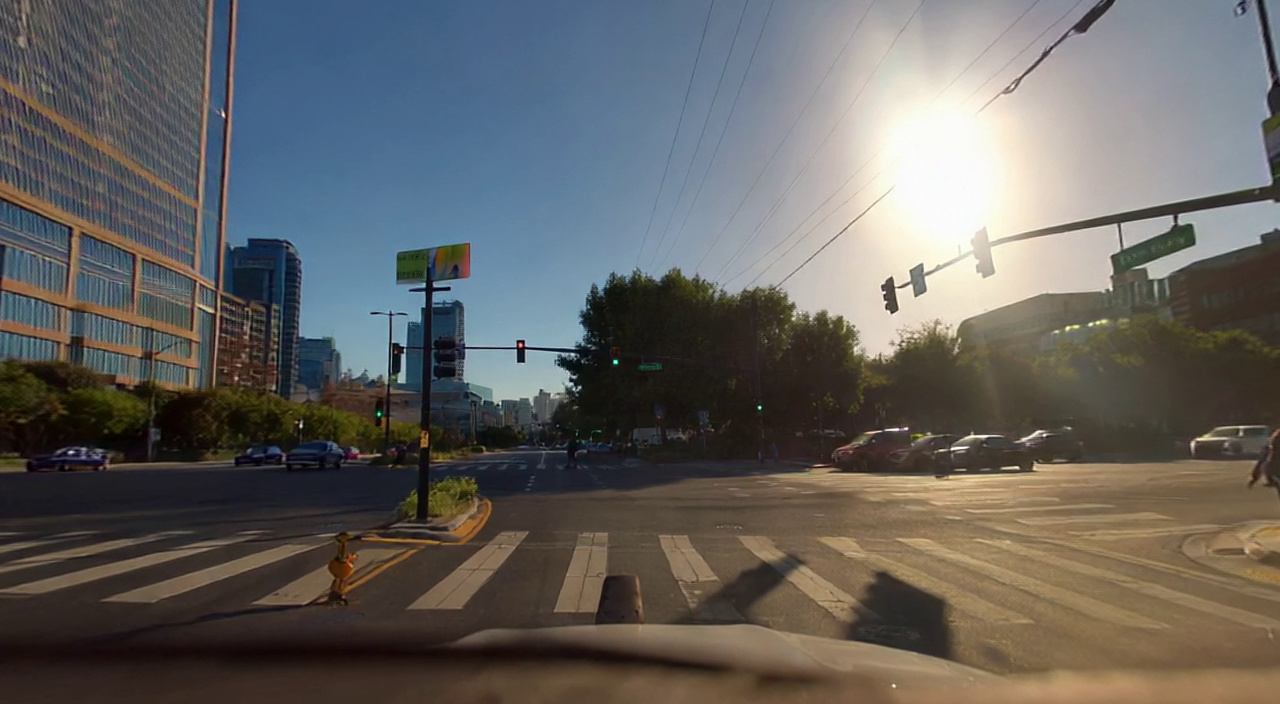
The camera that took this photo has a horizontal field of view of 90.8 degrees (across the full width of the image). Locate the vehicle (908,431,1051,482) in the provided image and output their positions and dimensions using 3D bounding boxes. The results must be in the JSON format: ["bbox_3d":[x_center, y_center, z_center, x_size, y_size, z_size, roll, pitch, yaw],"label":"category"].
[{"bbox_3d":[12.899,3.921,24.046,4.742,1.762,2.180,3,-9,-22],"label":"vehicle"}]

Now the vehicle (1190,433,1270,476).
[{"bbox_3d":[23.360,4.039,25.183,2.007,1.540,4.312,-7,-11,40],"label":"vehicle"}]

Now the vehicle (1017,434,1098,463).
[{"bbox_3d":[27.881,6.451,42.393,2.066,1.821,4.509,1,-8,-6],"label":"vehicle"}]

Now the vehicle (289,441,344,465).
[{"bbox_3d":[-24.299,7.579,47.641,1.903,1.652,4.442,0,-8,-3],"label":"vehicle"}]

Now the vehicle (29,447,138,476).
[{"bbox_3d":[-30.771,6.045,35.147,1.811,1.438,4.812,0,-8,-2],"label":"vehicle"}]

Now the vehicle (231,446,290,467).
[{"bbox_3d":[-27.694,7.619,46.212,1.817,1.431,4.239,0,-8,-2],"label":"vehicle"}]

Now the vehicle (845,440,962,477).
[{"bbox_3d":[11.438,4.621,27.552,4.317,1.491,1.896,1,-9,-11],"label":"vehicle"}]
